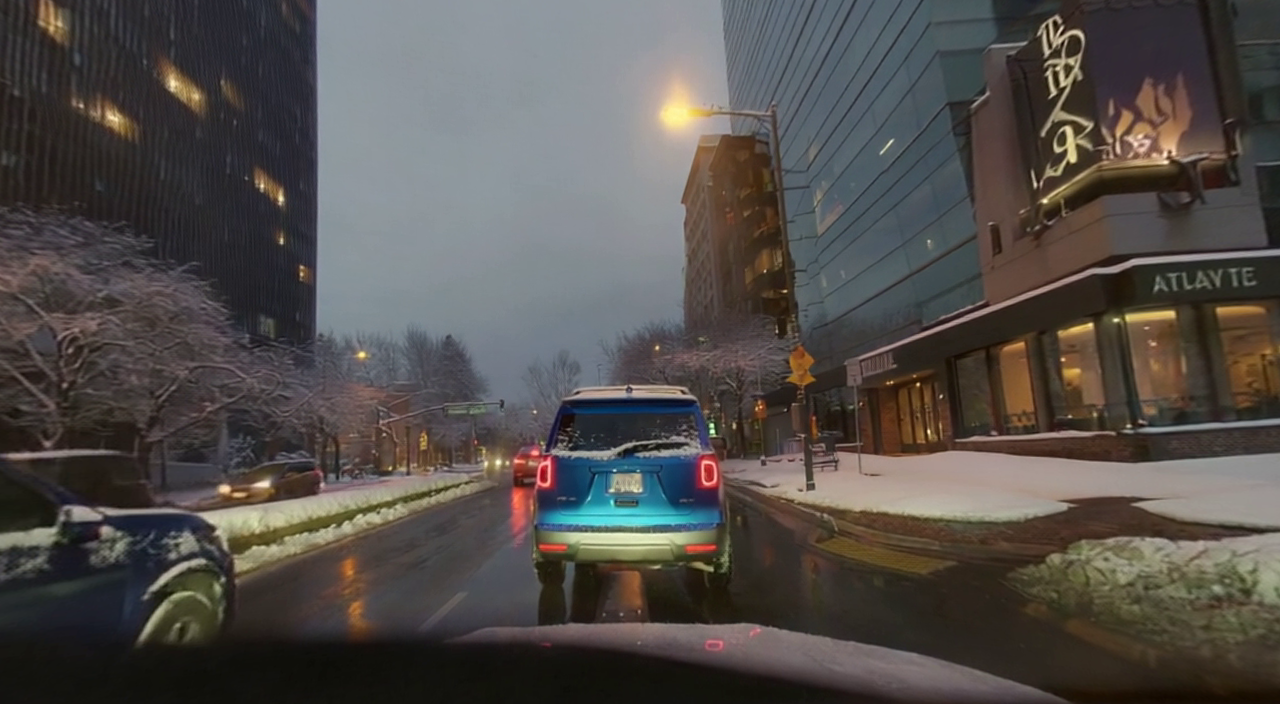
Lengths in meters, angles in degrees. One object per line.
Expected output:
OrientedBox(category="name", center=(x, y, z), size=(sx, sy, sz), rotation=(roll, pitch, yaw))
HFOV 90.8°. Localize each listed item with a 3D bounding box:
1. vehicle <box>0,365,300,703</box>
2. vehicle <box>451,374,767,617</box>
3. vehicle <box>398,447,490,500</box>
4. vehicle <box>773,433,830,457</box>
OrientedBox(category="vehicle", center=(-3.300, 0.871, 2.149), size=(1.971, 1.658, 4.428), rotation=(0, -8, -3))
OrientedBox(category="vehicle", center=(-0.337, 1.464, 7.358), size=(2.531, 1.930, 4.382), rotation=(0, -8, -3))
OrientedBox(category="vehicle", center=(-6.024, 3.743, 19.992), size=(1.876, 1.448, 4.464), rotation=(1, -8, -6))
OrientedBox(category="vehicle", center=(10.421, 5.989, 40.662), size=(1.877, 1.416, 3.965), rotation=(-8, -12, 40))
